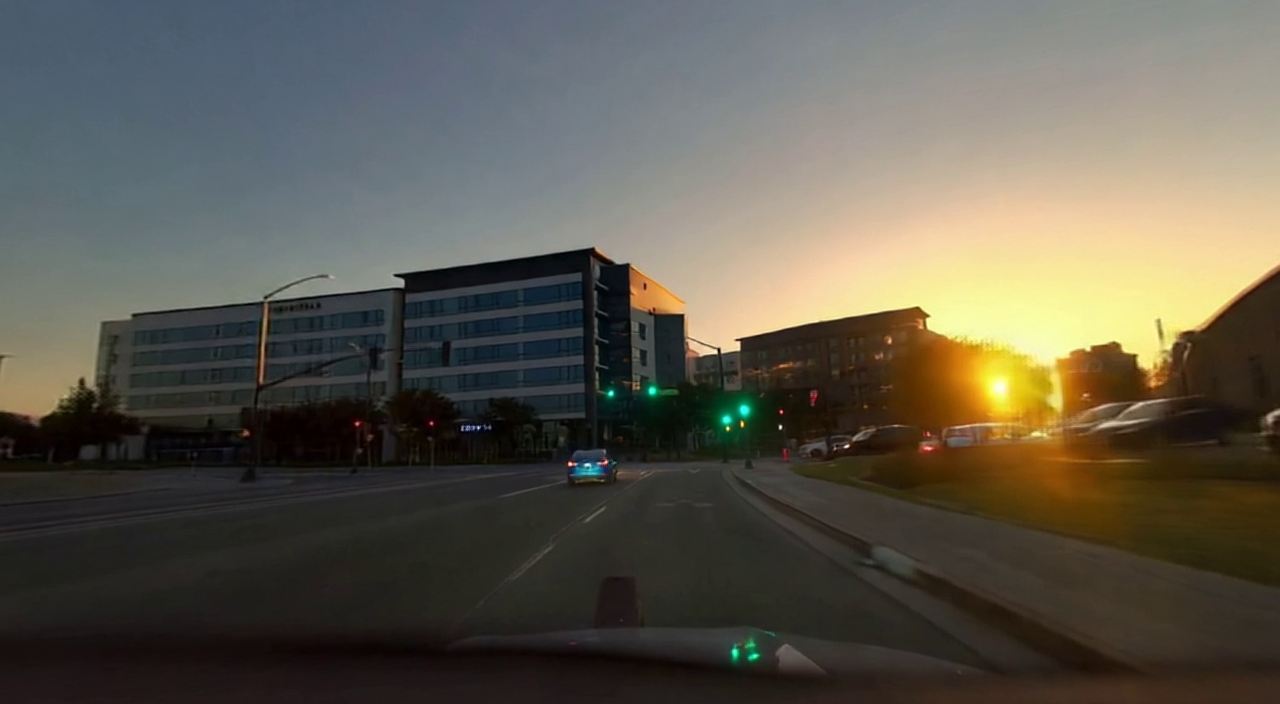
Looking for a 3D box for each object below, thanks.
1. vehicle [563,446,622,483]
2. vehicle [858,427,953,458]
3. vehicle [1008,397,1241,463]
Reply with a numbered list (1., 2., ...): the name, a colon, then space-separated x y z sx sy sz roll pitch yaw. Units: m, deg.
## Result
1. vehicle: -1.992 4.869 27.652 1.971 1.486 4.380 -1 -9 4
2. vehicle: 14.084 4.825 33.574 4.120 1.558 1.959 -1 -9 1
3. vehicle: 13.873 2.290 18.321 4.904 1.755 2.114 -1 -9 2
